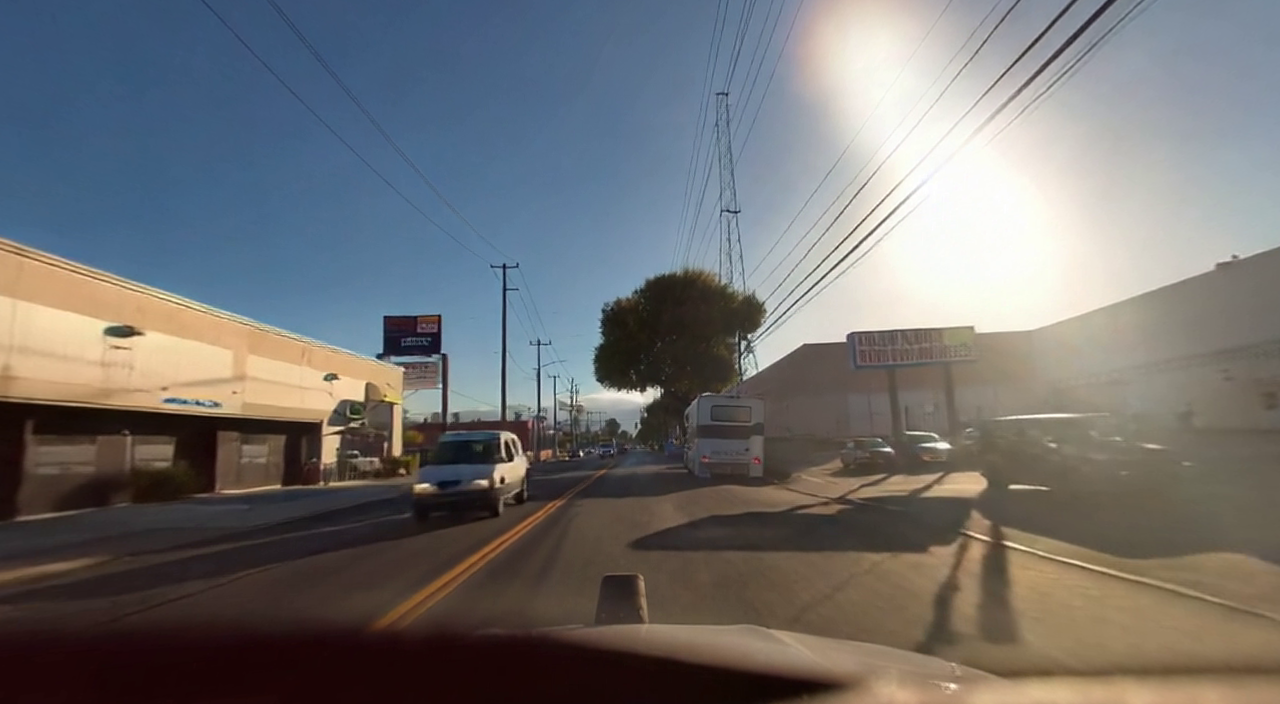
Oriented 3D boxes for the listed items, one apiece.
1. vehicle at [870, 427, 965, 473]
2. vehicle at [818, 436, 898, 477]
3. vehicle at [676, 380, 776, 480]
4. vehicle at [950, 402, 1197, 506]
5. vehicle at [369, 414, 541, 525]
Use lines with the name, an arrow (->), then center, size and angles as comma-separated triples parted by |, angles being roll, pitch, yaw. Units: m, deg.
vehicle -> 12.163, 4.331, 28.084 | 2.022, 1.849, 4.509 | 0, -8, -2
vehicle -> 9.513, 4.594, 27.970 | 2.039, 1.662, 4.304 | 0, -8, 1
vehicle -> 3.752, 3.911, 29.883 | 3.029, 3.860, 7.726 | -5, -10, -3
vehicle -> 9.388, 2.276, 14.375 | 2.111, 1.939, 4.756 | 0, -8, -1
vehicle -> -3.753, 2.493, 13.963 | 2.307, 1.998, 4.734 | 0, -8, 1
